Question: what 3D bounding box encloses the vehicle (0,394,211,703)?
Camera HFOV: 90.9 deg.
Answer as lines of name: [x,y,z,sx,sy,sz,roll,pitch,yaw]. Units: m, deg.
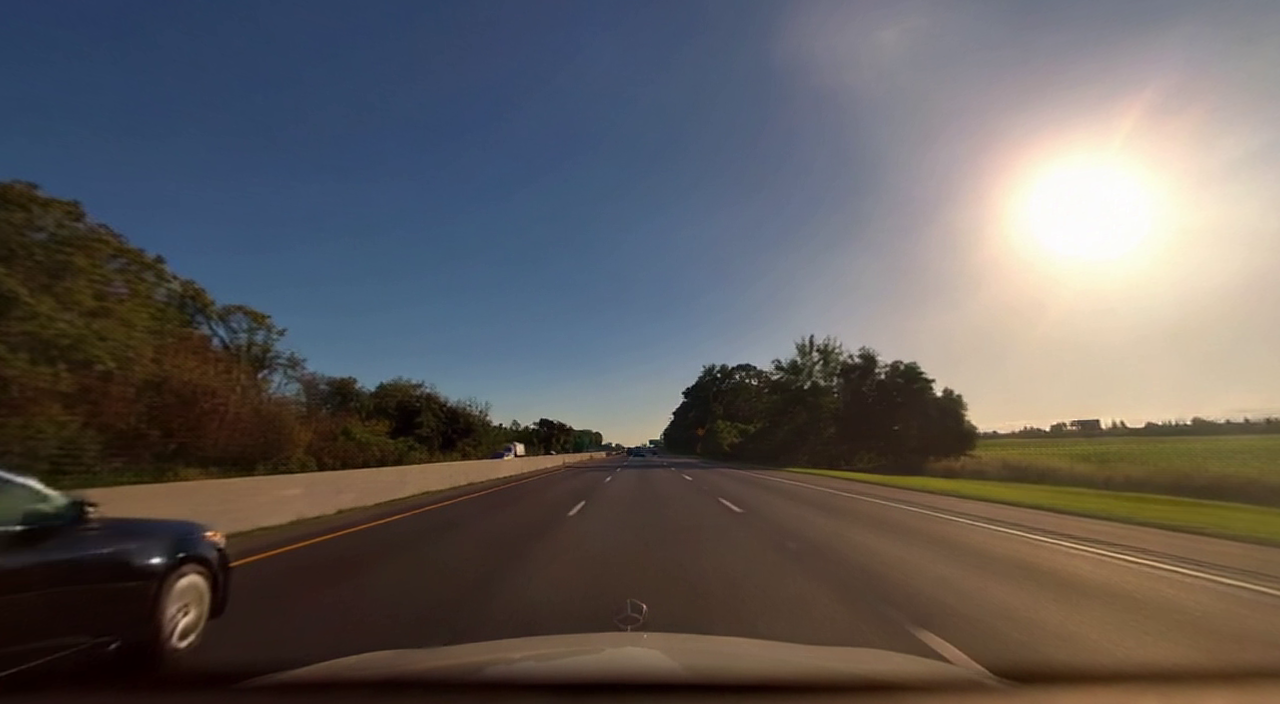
vehicle: [-3.442,0.787,1.622,1.815,1.500,4.036,0,-9,0]
